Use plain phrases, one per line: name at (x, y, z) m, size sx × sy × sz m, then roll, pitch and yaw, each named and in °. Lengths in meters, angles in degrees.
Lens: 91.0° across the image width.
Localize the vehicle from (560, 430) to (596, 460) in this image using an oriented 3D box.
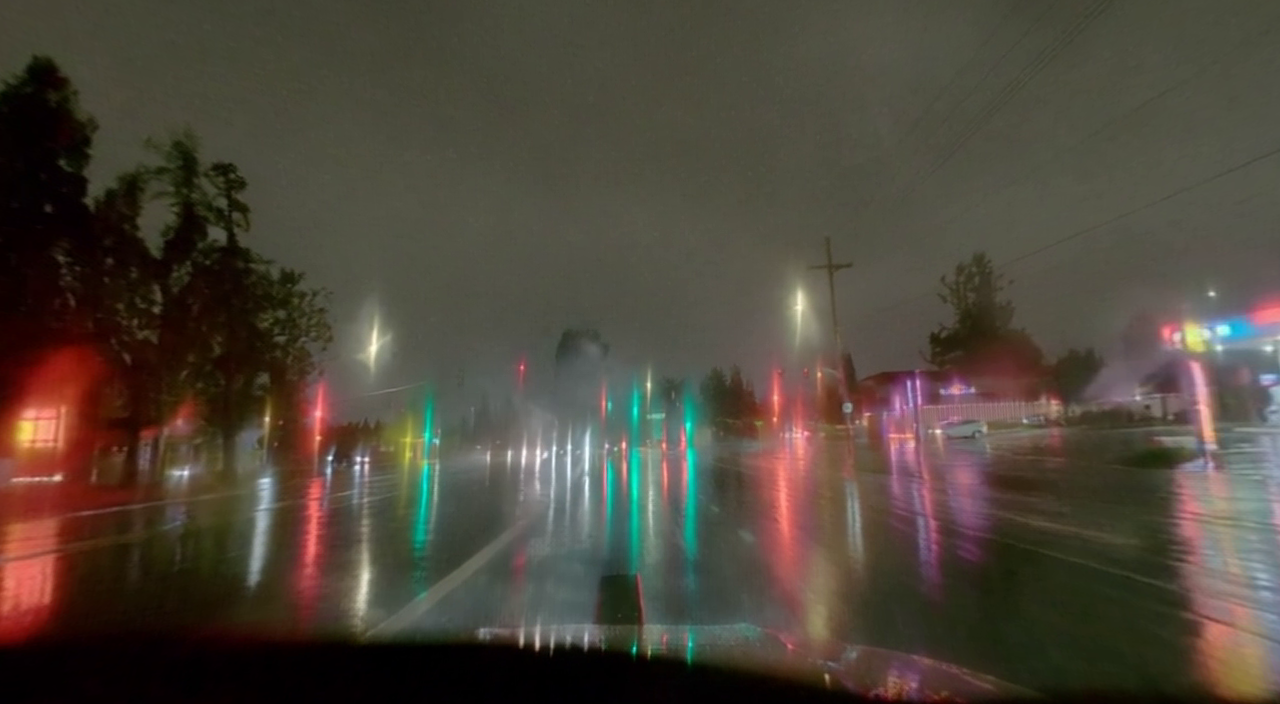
vehicle at (-4.007, 6.128, 41.444) m, size 2.139 × 1.851 × 3.970 m, roll 0°, pitch -8°, yaw -2°

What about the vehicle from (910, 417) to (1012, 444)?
vehicle at (17.999, 4.462, 35.444) m, size 4.660 × 1.462 × 2.034 m, roll 0°, pitch -8°, yaw 0°

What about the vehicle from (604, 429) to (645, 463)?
vehicle at (-0.779, 5.143, 34.609) m, size 2.146 × 1.742 × 4.095 m, roll 0°, pitch -8°, yaw 0°

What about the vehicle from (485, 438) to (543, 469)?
vehicle at (-6.343, 5.159, 32.253) m, size 2.033 × 1.442 × 4.668 m, roll 0°, pitch -8°, yaw -1°

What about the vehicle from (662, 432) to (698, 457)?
vehicle at (2.738, 6.486, 44.061) m, size 2.103 × 1.647 × 4.318 m, roll 0°, pitch -8°, yaw -2°
